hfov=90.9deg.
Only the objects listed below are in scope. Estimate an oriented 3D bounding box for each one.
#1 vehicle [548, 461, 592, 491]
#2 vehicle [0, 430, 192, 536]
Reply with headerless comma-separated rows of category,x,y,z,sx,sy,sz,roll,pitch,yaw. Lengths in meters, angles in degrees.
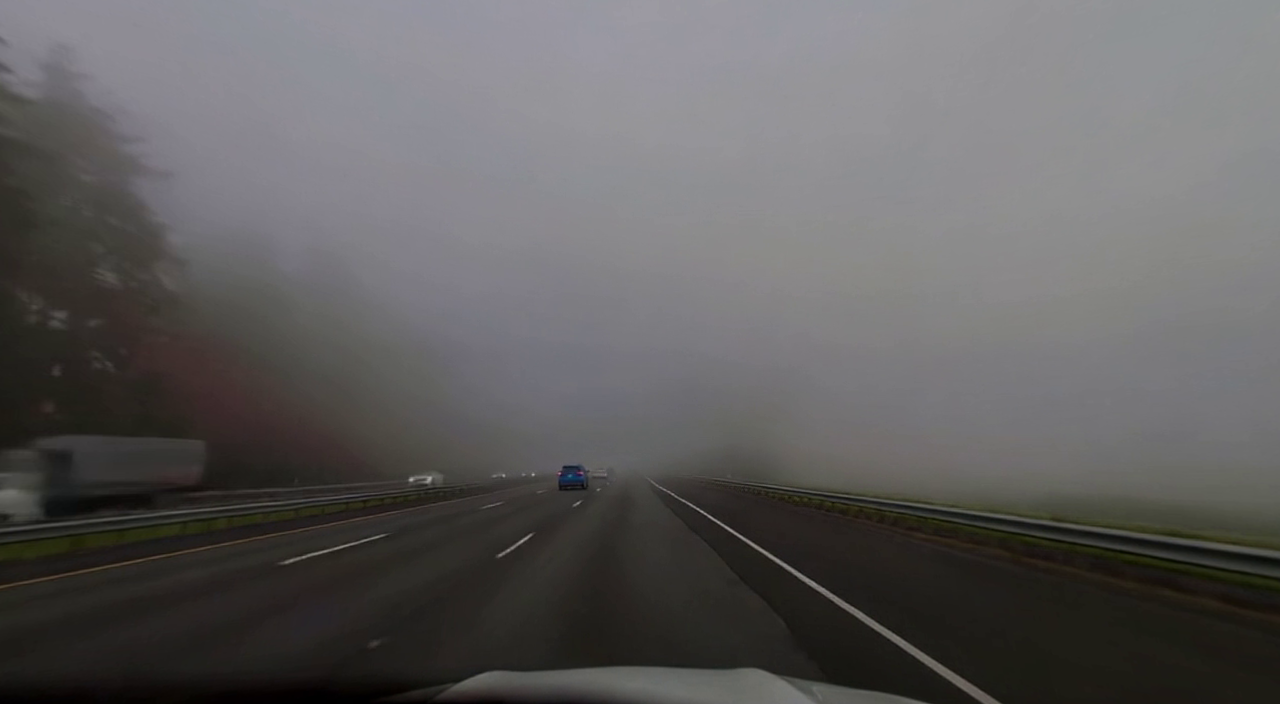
vehicle,-4.041,7.274,37.115,2.068,1.592,4.479,1,-10,0
vehicle,-17.411,3.882,19.040,2.252,2.648,7.327,1,-10,0
